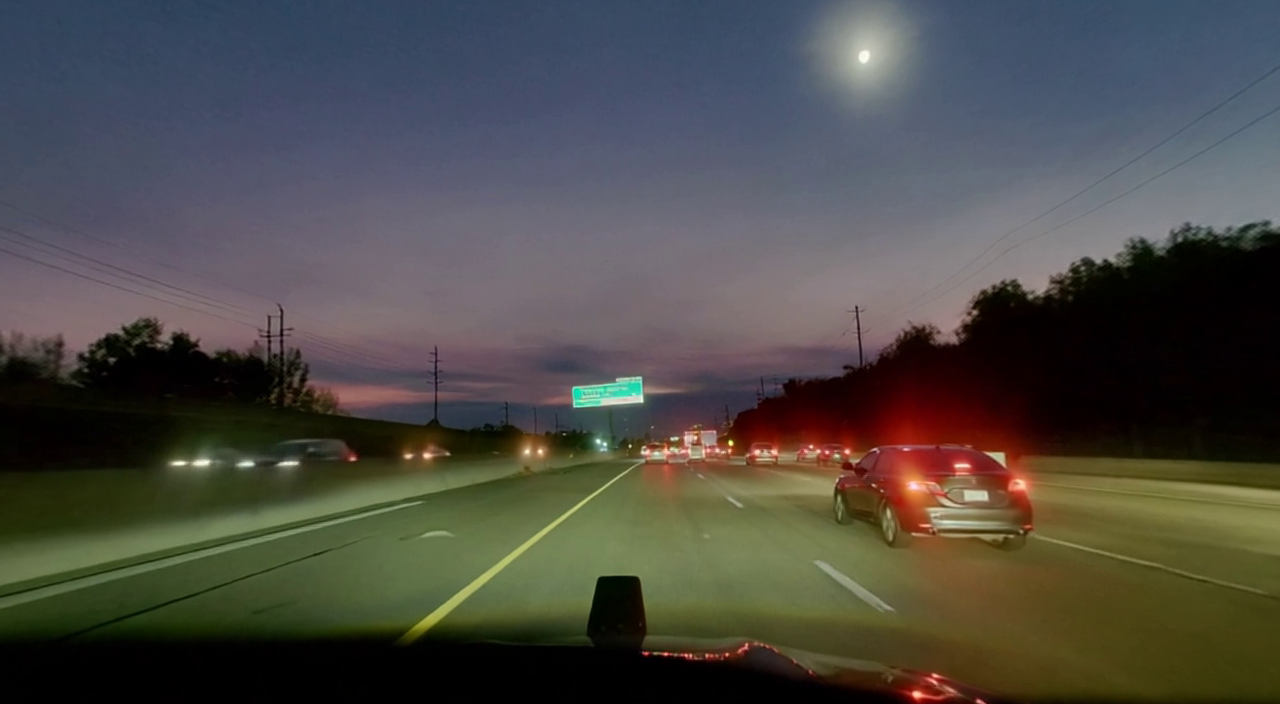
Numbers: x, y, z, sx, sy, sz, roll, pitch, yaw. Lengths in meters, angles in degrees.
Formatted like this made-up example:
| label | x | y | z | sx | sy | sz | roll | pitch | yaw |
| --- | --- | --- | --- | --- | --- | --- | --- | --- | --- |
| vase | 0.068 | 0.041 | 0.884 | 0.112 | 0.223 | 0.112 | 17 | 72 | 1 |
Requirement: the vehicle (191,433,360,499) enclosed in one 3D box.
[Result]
| label | x | y | z | sx | sy | sz | roll | pitch | yaw |
| --- | --- | --- | --- | --- | --- | --- | --- | --- | --- |
| vehicle | -10.101 | 3.175 | 18.001 | 1.984 | 1.635 | 4.525 | 0 | -8 | 2 |

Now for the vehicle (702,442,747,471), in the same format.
| label | x | y | z | sx | sy | sz | roll | pitch | yaw |
| --- | --- | --- | --- | --- | --- | --- | --- | --- | --- |
| vehicle | 4.535 | 5.670 | 34.321 | 1.936 | 1.465 | 4.060 | 0 | -8 | 0 |

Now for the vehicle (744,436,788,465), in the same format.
| label | x | y | z | sx | sy | sz | roll | pitch | yaw |
| --- | --- | --- | --- | --- | --- | --- | --- | --- | --- |
| vehicle | 8.393 | 6.615 | 42.504 | 2.041 | 1.821 | 4.562 | 0 | -8 | 1 |

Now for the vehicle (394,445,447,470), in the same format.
| label | x | y | z | sx | sy | sz | roll | pitch | yaw |
| --- | --- | --- | --- | --- | --- | --- | --- | --- | --- |
| vehicle | -16.266 | 7.811 | 47.032 | 2.048 | 1.727 | 4.903 | 0 | -8 | 2 |

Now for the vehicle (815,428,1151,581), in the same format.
| label | x | y | z | sx | sy | sz | roll | pitch | yaw |
| --- | --- | --- | --- | --- | --- | --- | --- | --- | --- |
| vehicle | 3.965 | 1.818 | 8.416 | 1.986 | 1.478 | 4.429 | 0 | -8 | 0 |

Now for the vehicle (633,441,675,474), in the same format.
| label | x | y | z | sx | sy | sz | roll | pitch | yaw |
| --- | --- | --- | --- | --- | --- | --- | --- | --- | --- |
| vehicle | 0.721 | 5.422 | 32.692 | 2.042 | 1.581 | 3.769 | 0 | -8 | 1 |
